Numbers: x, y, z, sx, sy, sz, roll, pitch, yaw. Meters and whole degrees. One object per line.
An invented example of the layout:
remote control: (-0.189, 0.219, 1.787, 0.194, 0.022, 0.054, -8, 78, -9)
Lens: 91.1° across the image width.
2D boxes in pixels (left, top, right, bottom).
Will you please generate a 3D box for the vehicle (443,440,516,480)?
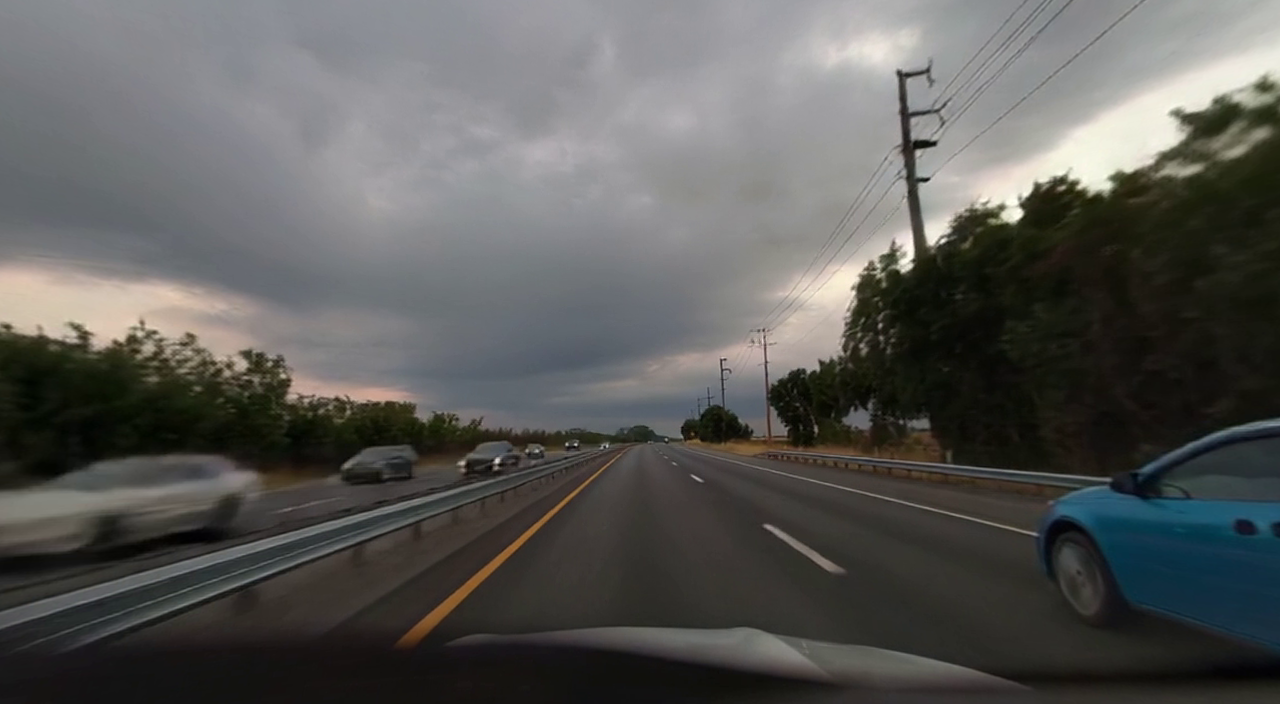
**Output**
vehicle: (-6.953, 4.706, 27.696, 2.091, 1.587, 4.158, 0, -8, 1)

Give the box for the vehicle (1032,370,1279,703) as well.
vehicle: (3.733, 0.798, 2.226, 2.032, 1.562, 4.029, 0, -8, 0)

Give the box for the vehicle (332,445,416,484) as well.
vehicle: (-11.177, 4.702, 26.643, 1.908, 1.498, 3.773, 0, -8, 0)

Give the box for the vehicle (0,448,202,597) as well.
vehicle: (-7.578, 1.911, 7.428, 2.000, 1.485, 3.887, 0, -8, -1)
